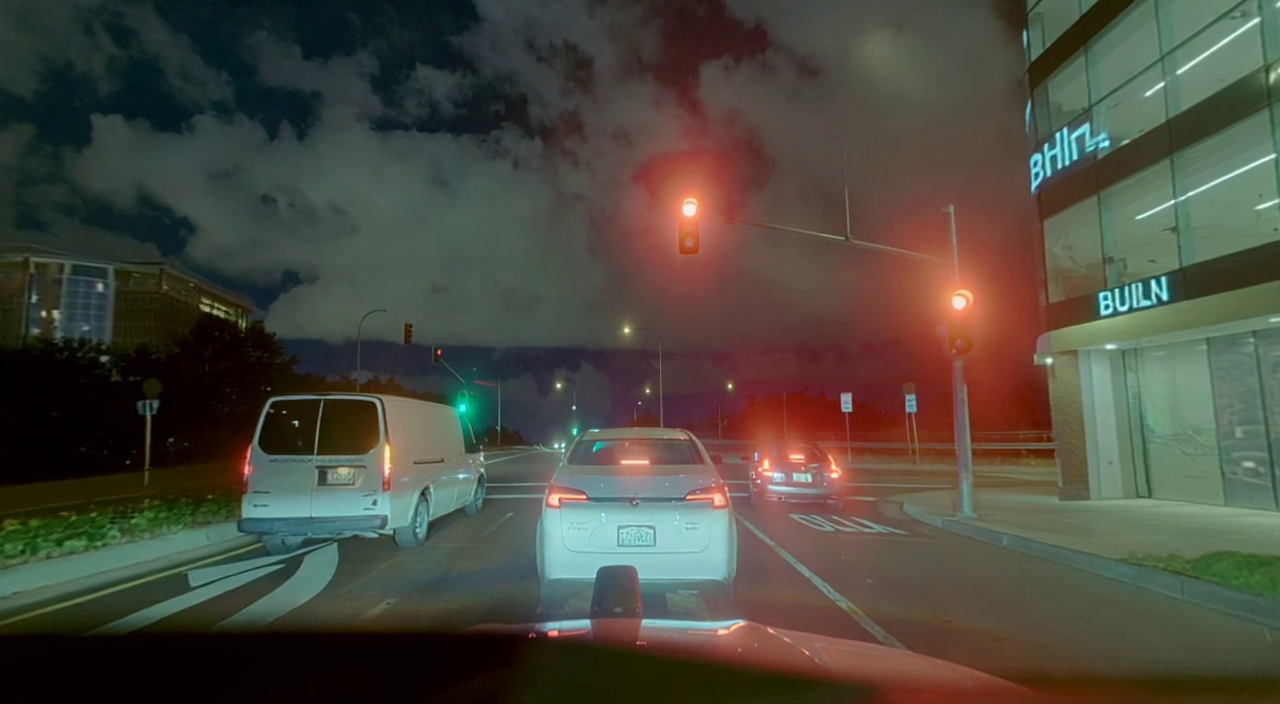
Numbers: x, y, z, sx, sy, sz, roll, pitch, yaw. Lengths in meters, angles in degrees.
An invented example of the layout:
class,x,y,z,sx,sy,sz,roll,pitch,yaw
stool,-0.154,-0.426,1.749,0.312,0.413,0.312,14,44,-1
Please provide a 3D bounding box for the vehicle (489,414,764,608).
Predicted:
class,x,y,z,sx,sy,sz,roll,pitch,yaw
vehicle,-0.110,1.466,6.775,2.064,1.452,3.942,0,-8,0

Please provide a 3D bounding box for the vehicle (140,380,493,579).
class,x,y,z,sx,sy,sz,roll,pitch,yaw
vehicle,-3.585,1.513,8.421,2.076,1.820,5.100,0,-8,-1
